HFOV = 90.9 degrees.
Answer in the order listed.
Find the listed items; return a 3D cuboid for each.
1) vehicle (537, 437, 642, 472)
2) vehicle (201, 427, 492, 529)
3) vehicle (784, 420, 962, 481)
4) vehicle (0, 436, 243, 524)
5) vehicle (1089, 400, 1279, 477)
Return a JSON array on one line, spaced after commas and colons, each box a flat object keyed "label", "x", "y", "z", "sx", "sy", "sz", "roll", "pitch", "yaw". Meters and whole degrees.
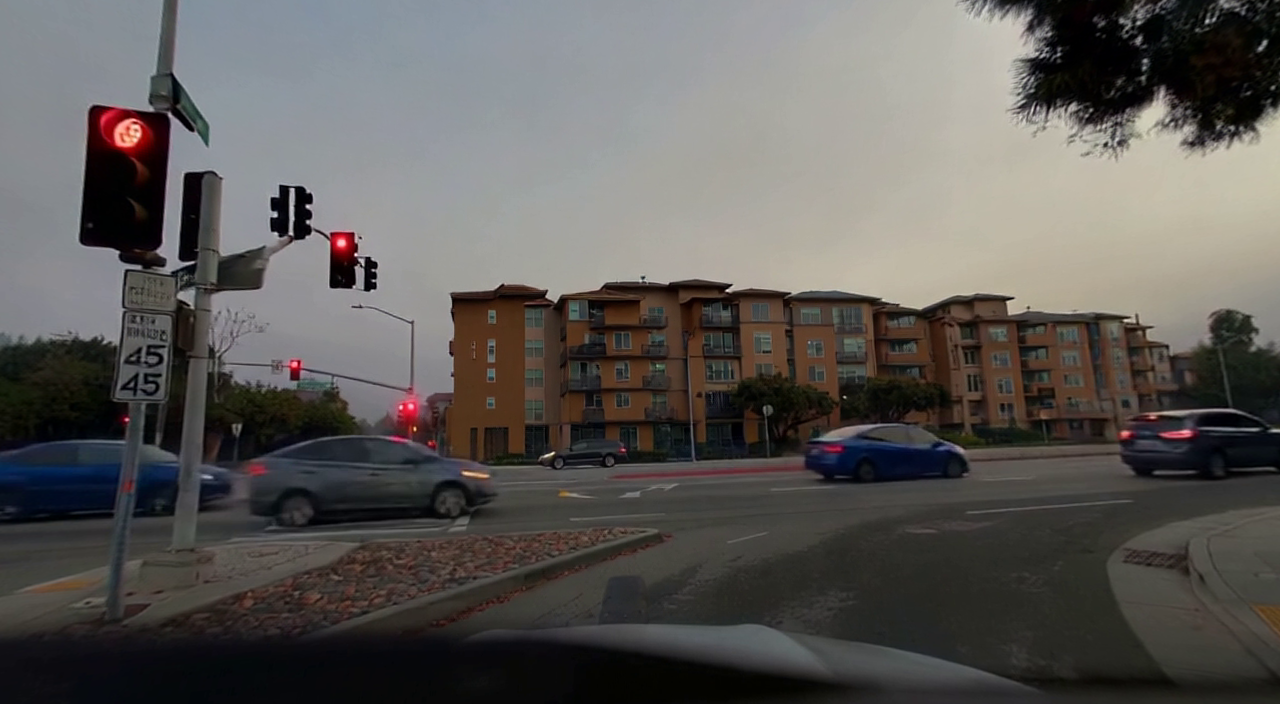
[{"label": "vehicle", "x": -2.214, "y": 4.462, "z": 27.648, "sx": 4.289, "sy": 1.415, "sz": 1.774, "roll": 2, "pitch": -9, "yaw": -17}, {"label": "vehicle", "x": -5.224, "y": 2.286, "z": 11.938, "sx": 4.581, "sy": 1.650, "sz": 1.958, "roll": 2, "pitch": -9, "yaw": -16}, {"label": "vehicle", "x": 7.037, "y": 2.969, "z": 19.192, "sx": 4.719, "sy": 1.671, "sz": 1.985, "roll": 2, "pitch": -9, "yaw": -16}, {"label": "vehicle", "x": -11.541, "y": 2.660, "z": 13.478, "sx": 4.711, "sy": 1.688, "sz": 1.915, "roll": 2, "pitch": -9, "yaw": -16}, {"label": "vehicle", "x": 15.758, "y": 2.399, "z": 17.463, "sx": 5.554, "sy": 1.911, "sz": 2.225, "roll": 2, "pitch": -9, "yaw": -15}]
